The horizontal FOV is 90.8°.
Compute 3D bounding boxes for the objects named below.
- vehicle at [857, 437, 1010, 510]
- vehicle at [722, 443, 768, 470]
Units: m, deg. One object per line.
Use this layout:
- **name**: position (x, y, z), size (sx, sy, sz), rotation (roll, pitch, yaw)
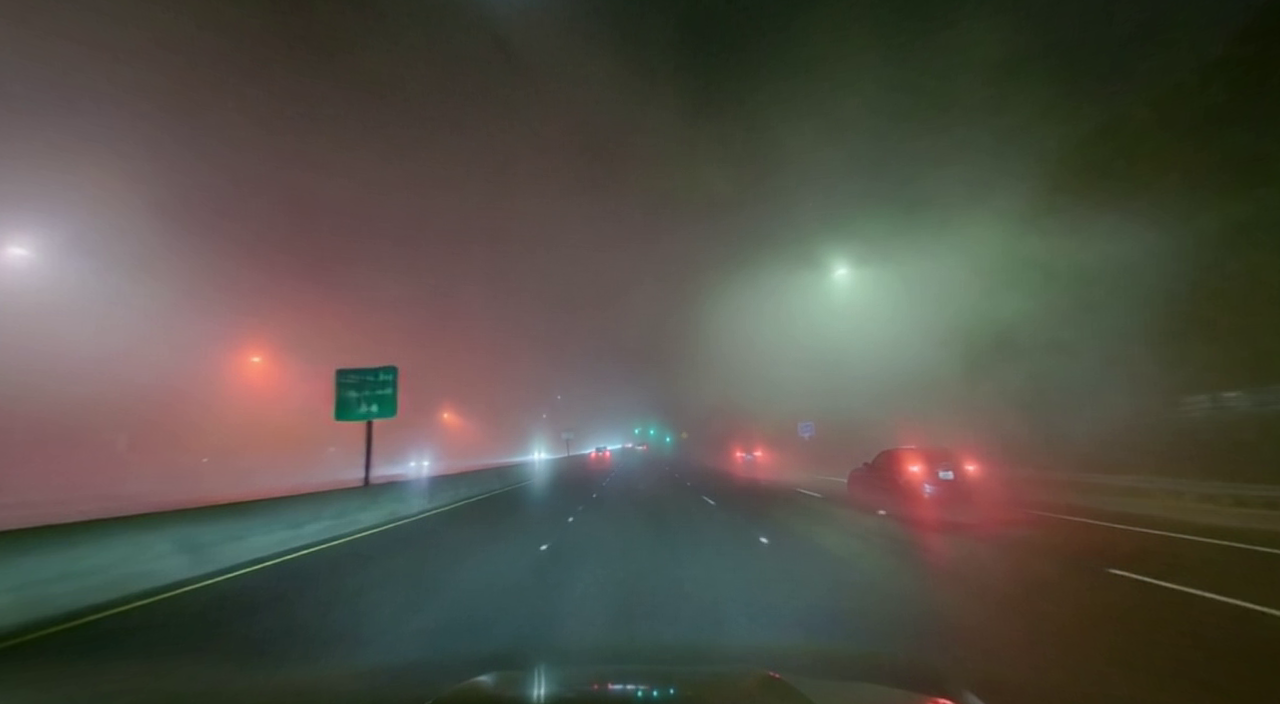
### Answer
- **vehicle**: position (6.850, 2.852, 15.246), size (1.838, 1.518, 3.713), rotation (0, -8, -1)
- **vehicle**: position (6.597, 6.579, 40.149), size (1.987, 1.597, 4.463), rotation (0, -8, -2)
